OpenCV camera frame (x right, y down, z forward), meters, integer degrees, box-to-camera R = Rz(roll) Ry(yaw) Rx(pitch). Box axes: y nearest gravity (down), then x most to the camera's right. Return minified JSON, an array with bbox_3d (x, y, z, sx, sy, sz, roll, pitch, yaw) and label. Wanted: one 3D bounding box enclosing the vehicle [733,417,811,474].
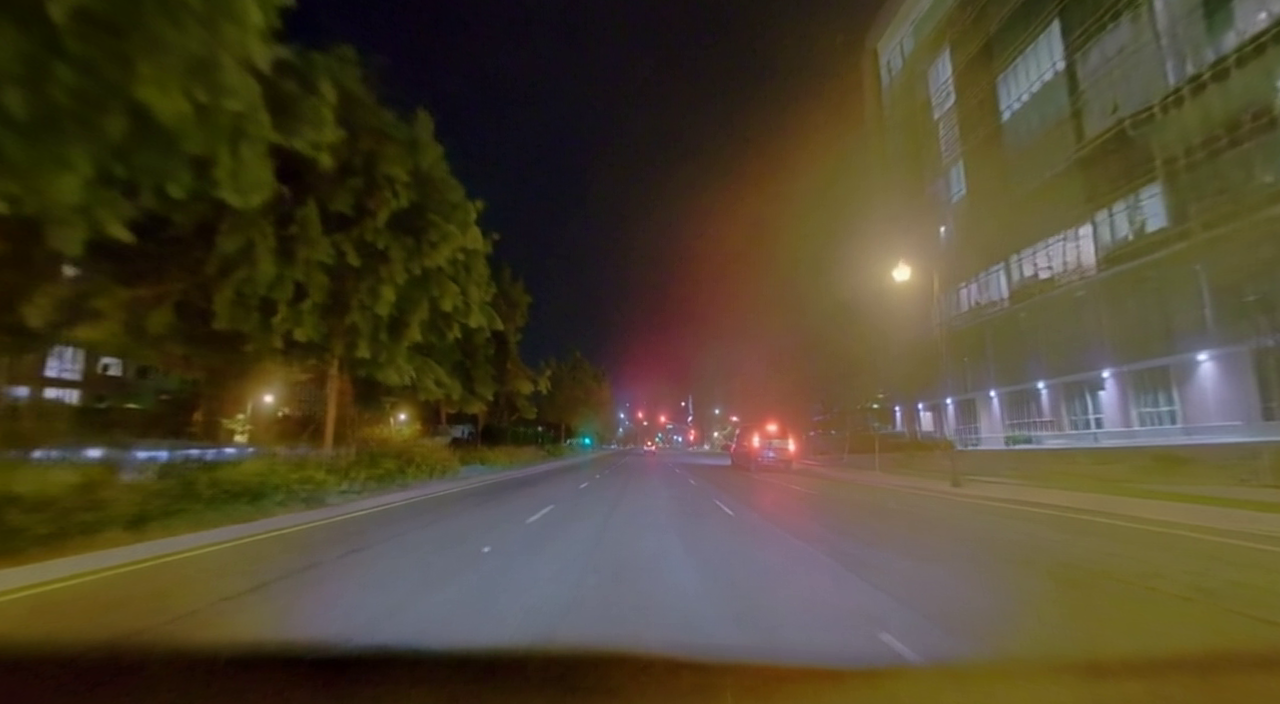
[{"bbox_3d":[6.568,4.796,32.406,2.762,2.607,6.182,0,-8,1],"label":"vehicle"}]
